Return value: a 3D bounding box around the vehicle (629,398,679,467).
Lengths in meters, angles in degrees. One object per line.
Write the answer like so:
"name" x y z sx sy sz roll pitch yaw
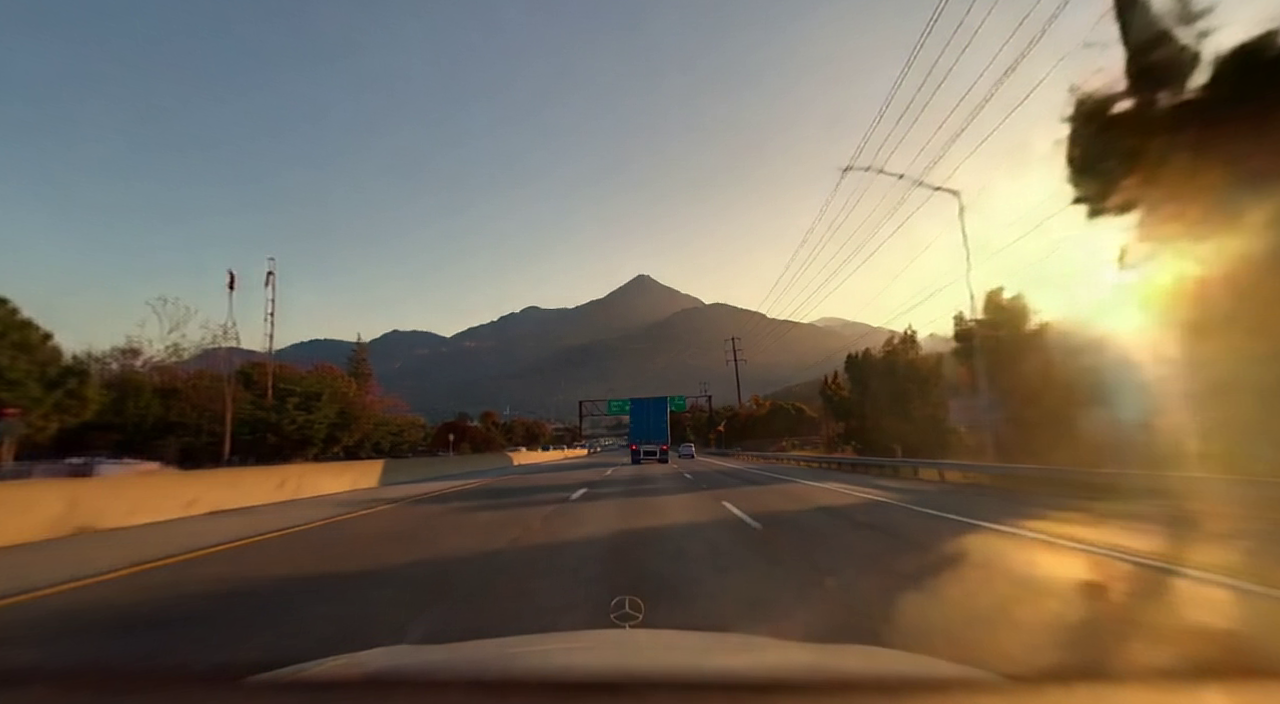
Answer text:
"vehicle" 0.774 5.634 43.368 2.919 4.101 11.541 0 -8 -1
